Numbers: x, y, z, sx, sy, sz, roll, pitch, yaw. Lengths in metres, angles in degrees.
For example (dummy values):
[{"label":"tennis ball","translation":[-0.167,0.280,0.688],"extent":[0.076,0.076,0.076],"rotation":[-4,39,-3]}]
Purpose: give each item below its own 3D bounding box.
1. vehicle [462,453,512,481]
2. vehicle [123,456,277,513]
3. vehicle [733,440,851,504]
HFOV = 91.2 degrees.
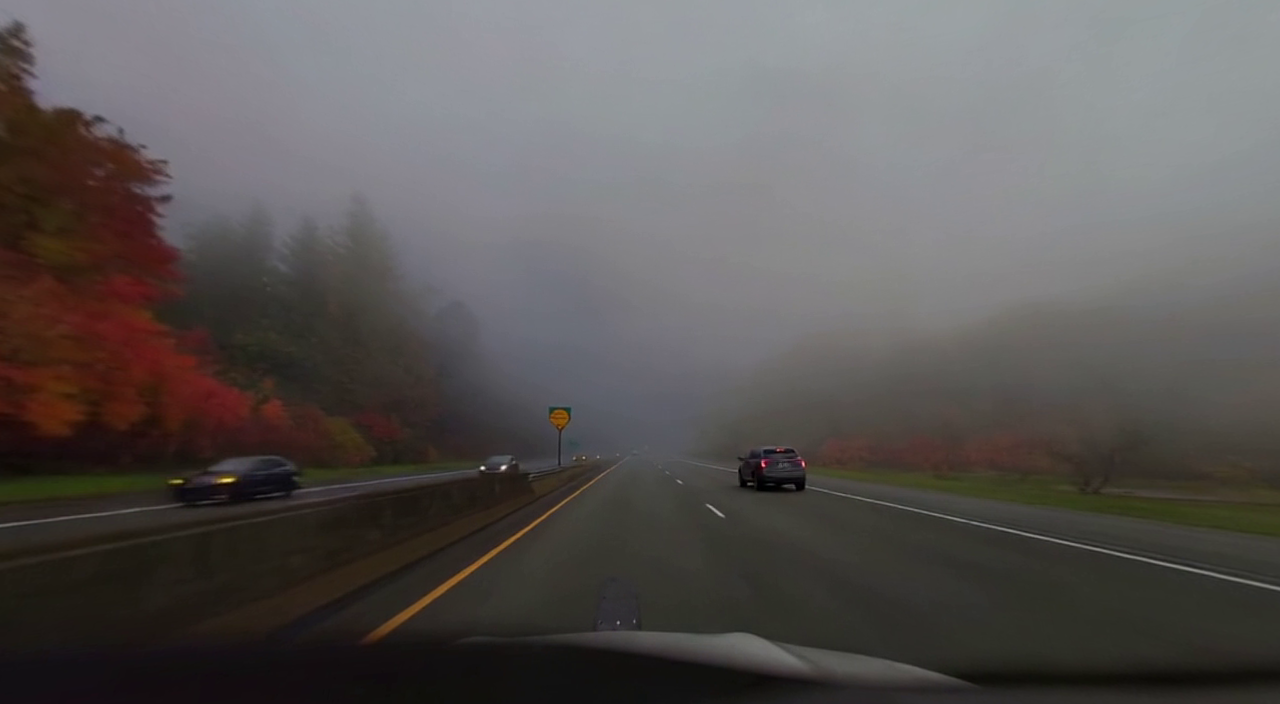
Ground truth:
[{"label":"vehicle","translation":[-8.892,6.676,36.670],"extent":[1.882,1.511,3.945],"rotation":[0,-9,0]},{"label":"vehicle","translation":[-13.294,3.984,19.283],"extent":[1.850,1.486,3.952],"rotation":[0,-9,0]},{"label":"vehicle","translation":[4.059,3.294,17.680],"extent":[2.070,1.546,4.648],"rotation":[0,-9,-1]}]
